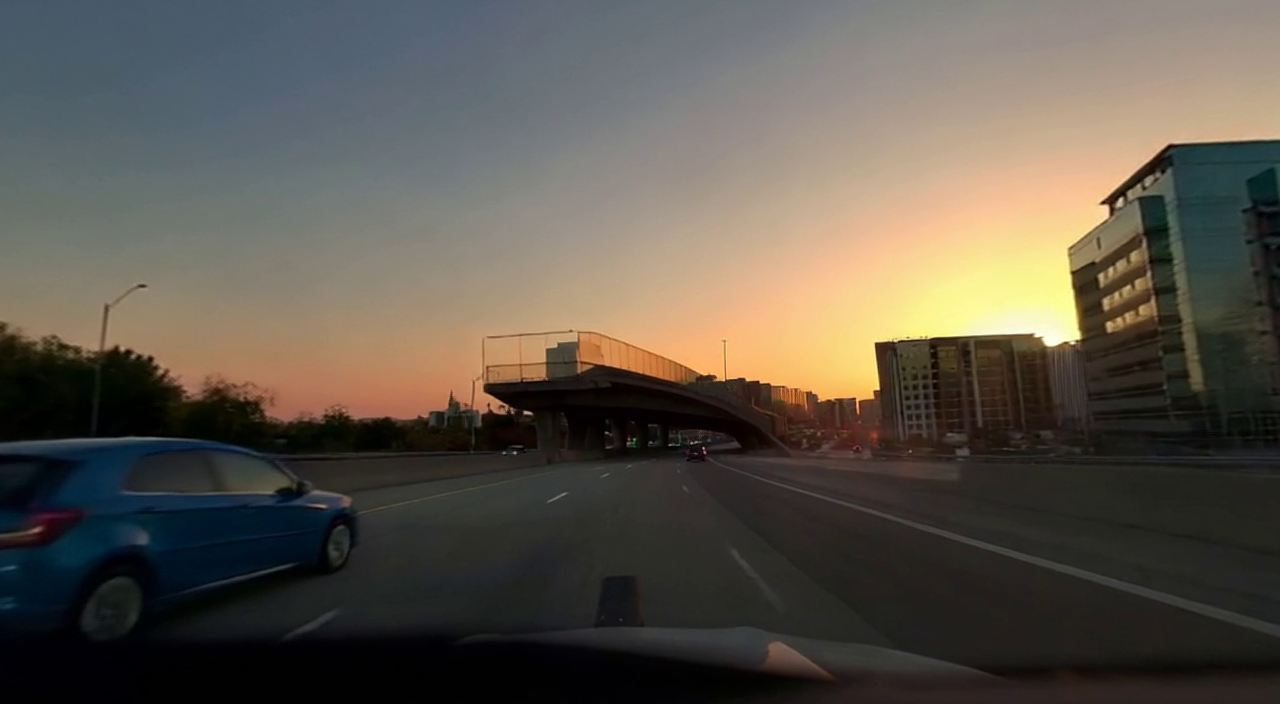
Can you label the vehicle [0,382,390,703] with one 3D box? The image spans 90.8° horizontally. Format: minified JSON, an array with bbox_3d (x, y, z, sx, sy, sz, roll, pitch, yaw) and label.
[{"bbox_3d":[-3.884,1.203,4.641,2.087,1.566,4.756,0,-9,1],"label":"vehicle"}]
